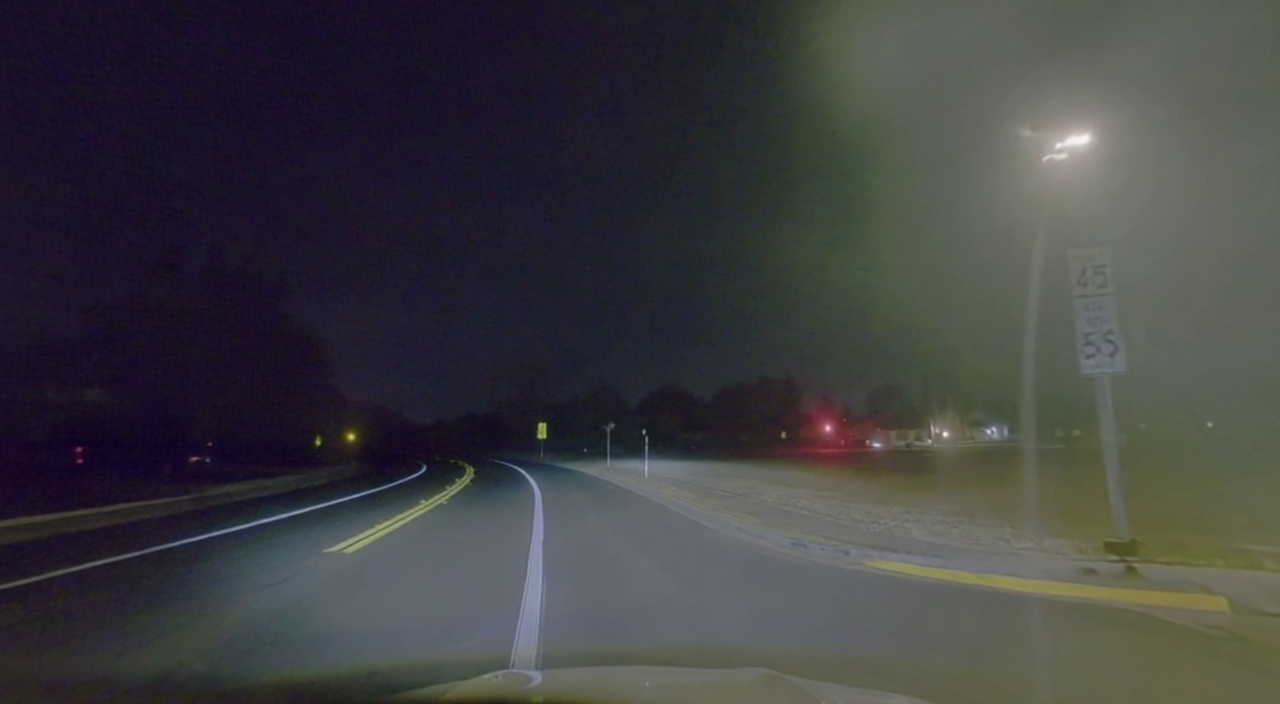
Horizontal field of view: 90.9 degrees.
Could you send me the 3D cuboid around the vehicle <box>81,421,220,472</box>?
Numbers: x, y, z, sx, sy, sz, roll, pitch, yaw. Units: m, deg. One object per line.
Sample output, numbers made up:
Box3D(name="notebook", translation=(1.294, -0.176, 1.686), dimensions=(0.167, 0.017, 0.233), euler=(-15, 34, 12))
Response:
Box3D(name="vehicle", translation=(-20.779, 4.009, 26.806), dimensions=(4.699, 1.996, 2.116), euler=(-2, -9, 15))
